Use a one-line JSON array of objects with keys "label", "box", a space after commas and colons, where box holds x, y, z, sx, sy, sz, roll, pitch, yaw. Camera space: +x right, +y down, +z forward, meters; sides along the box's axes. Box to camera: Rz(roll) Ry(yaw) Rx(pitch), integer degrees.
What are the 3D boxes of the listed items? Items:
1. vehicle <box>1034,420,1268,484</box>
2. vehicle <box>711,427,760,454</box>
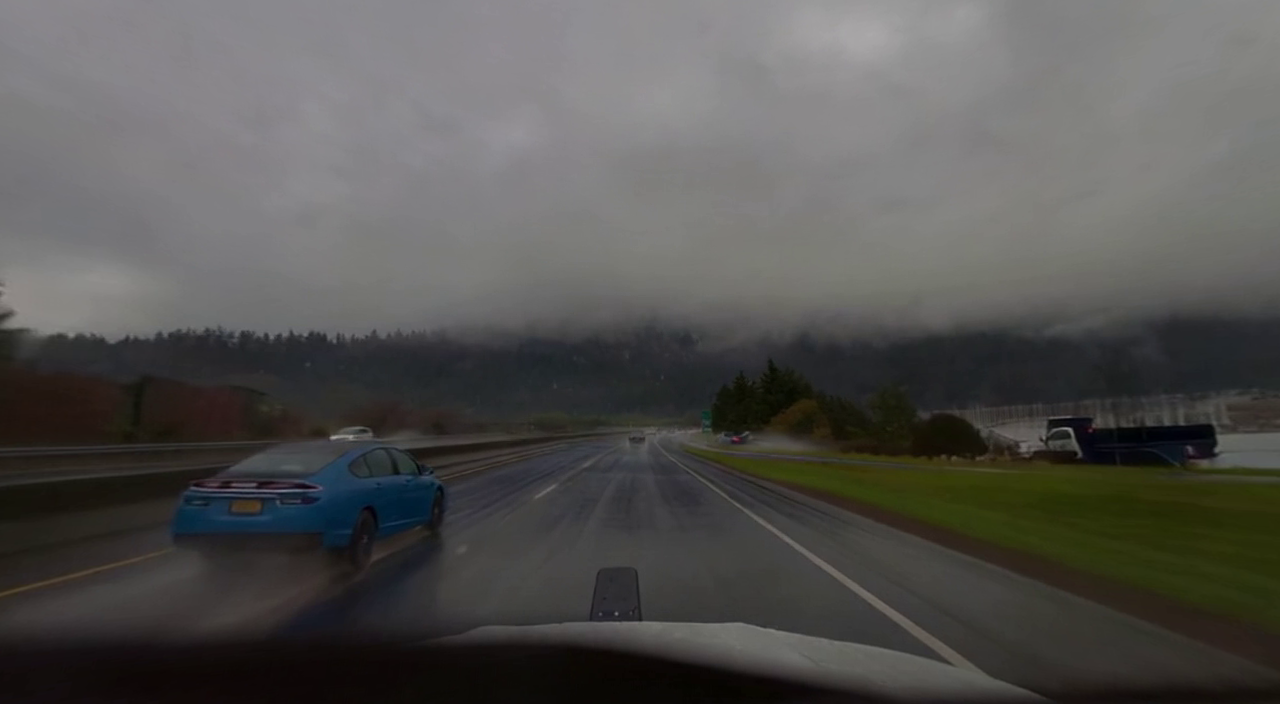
[{"label": "vehicle", "box": [13.627, 2.655, 17.120, 1.992, 1.486, 4.406, 4, -9, -26]}, {"label": "vehicle", "box": [5.809, 5.422, 38.592, 1.765, 1.510, 3.762, 2, -8, -12]}]
